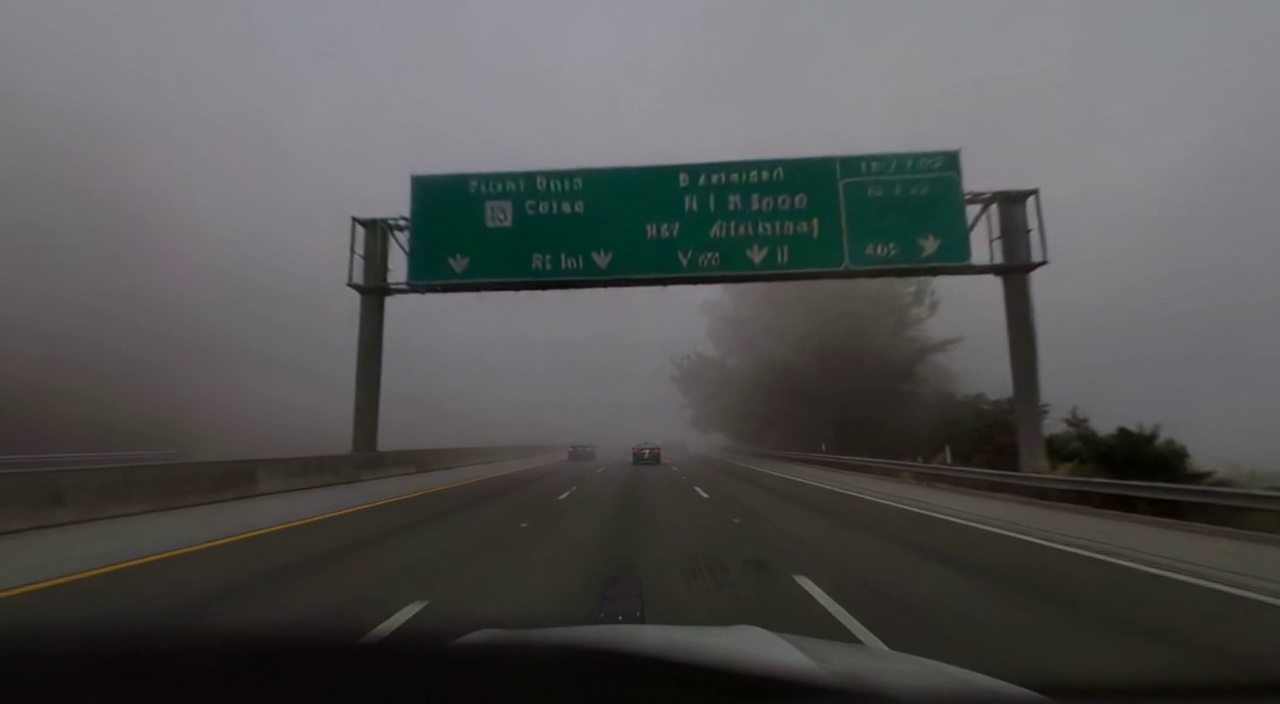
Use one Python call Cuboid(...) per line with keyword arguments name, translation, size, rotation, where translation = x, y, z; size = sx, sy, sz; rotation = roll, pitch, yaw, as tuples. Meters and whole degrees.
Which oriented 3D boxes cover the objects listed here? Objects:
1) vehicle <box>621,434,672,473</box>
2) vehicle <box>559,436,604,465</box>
Cuboid(name="vehicle", translation=(0.258, 4.365, 27.204), size=(2.049, 1.542, 3.816), rotation=(0, -8, 0))
Cuboid(name="vehicle", translation=(-3.371, 5.759, 37.000), size=(2.066, 1.561, 4.495), rotation=(0, -8, 1))
